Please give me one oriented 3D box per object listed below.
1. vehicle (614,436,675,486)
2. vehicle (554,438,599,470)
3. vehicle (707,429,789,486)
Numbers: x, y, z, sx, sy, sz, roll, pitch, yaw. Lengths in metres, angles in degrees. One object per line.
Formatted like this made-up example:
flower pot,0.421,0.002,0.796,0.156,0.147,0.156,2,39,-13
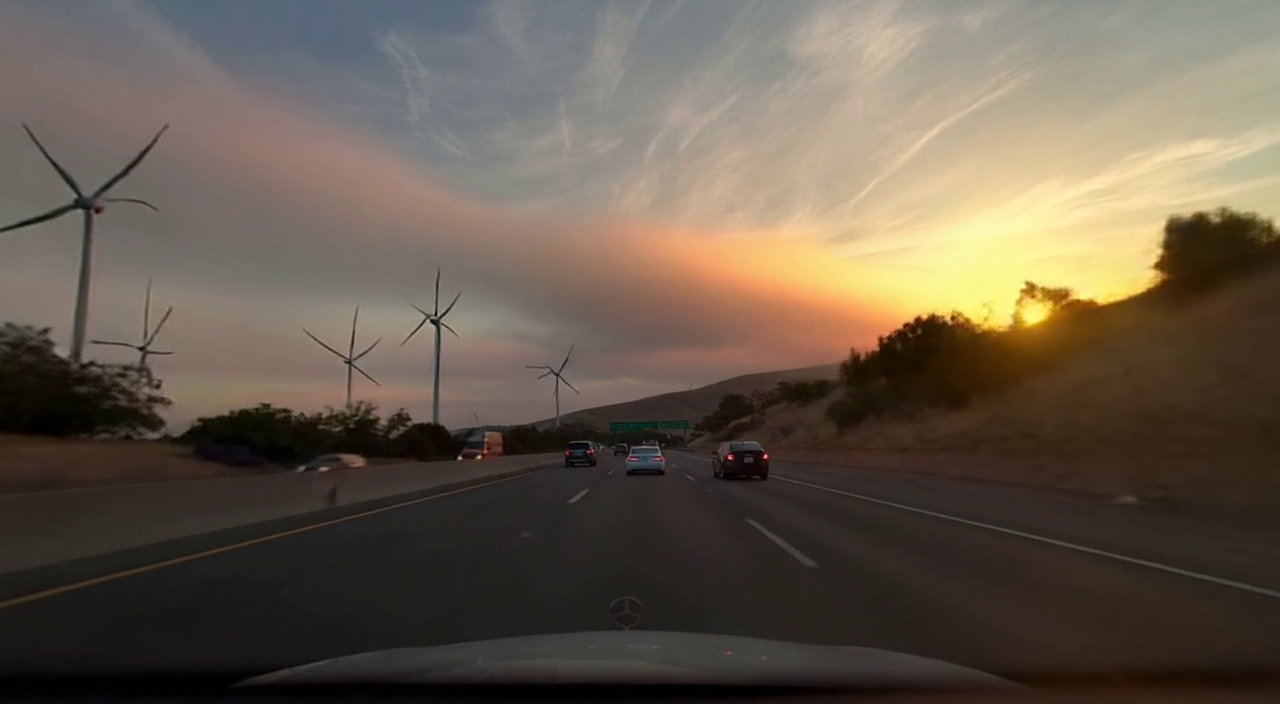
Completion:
vehicle,0.146,4.002,23.303,2.083,1.653,3.787,0,-9,0
vehicle,-3.757,6.188,38.225,2.131,1.784,4.635,0,-9,1
vehicle,3.824,3.863,23.309,2.104,1.861,4.956,0,-9,-1
